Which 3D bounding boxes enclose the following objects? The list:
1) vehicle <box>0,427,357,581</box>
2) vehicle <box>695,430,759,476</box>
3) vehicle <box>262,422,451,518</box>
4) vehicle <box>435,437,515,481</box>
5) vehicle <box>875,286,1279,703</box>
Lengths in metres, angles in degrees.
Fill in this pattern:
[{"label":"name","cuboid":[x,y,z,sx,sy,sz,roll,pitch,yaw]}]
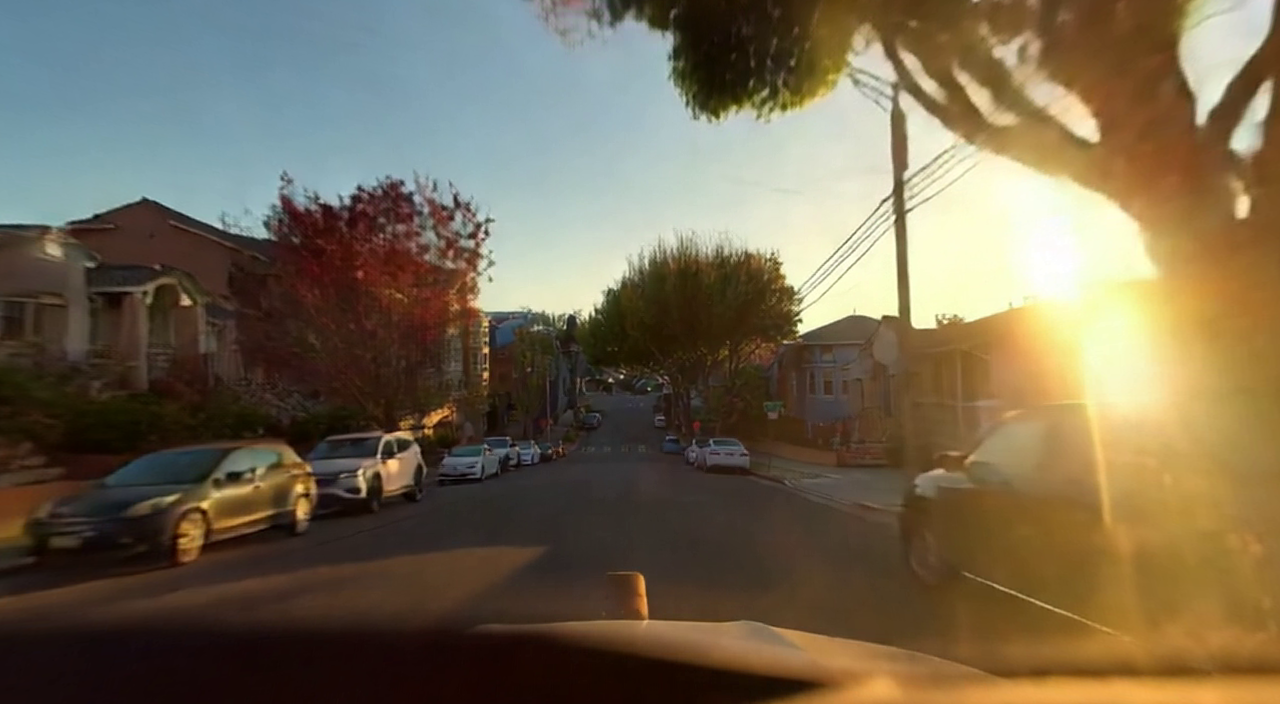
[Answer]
[{"label":"vehicle","cuboid":[-5.795,1.814,8.475,1.998,1.485,4.476,0,-8,-1]},{"label":"vehicle","cuboid":[3.545,4.191,26.526,1.952,1.738,4.518,0,-8,-1]},{"label":"vehicle","cuboid":[-5.710,2.425,13.514,1.958,1.682,4.536,0,-8,-1]},{"label":"vehicle","cuboid":[-5.984,3.921,23.451,2.003,1.489,4.051,0,-8,-2]},{"label":"vehicle","cuboid":[3.633,0.981,4.282,2.158,1.977,4.750,0,-8,-1]}]
